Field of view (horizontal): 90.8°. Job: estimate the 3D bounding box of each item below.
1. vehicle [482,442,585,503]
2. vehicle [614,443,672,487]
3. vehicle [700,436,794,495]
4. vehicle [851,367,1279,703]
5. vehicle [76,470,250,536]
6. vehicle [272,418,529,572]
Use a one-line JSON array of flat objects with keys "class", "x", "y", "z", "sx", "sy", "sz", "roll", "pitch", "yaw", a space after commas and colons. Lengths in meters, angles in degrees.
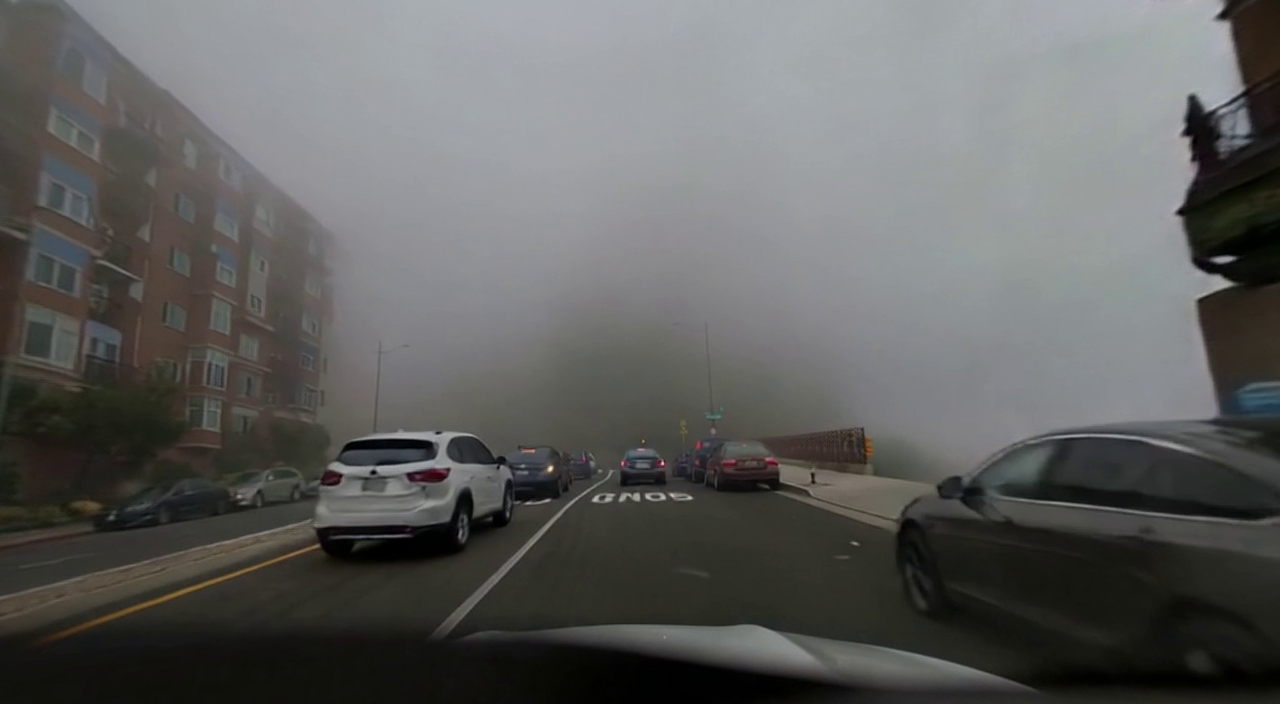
[{"class": "vehicle", "x": -2.816, "y": 3.285, "z": 17.791, "sx": 2.109, "sy": 1.477, "sz": 4.509, "roll": 0, "pitch": -8, "yaw": 0}, {"class": "vehicle", "x": 0.074, "y": 4.189, "z": 23.734, "sx": 2.026, "sy": 1.496, "sz": 3.701, "roll": 0, "pitch": -8, "yaw": -1}, {"class": "vehicle", "x": 2.941, "y": 3.210, "z": 18.328, "sx": 1.933, "sy": 1.501, "sz": 4.349, "roll": 0, "pitch": -8, "yaw": 0}, {"class": "vehicle", "x": 3.033, "y": 1.034, "z": 3.497, "sx": 2.077, "sy": 1.532, "sz": 4.694, "roll": 0, "pitch": -8, "yaw": 0}, {"class": "vehicle", "x": -13.963, "y": 4.389, "z": 18.906, "sx": 1.844, "sy": 1.499, "sz": 4.421, "roll": 0, "pitch": -8, "yaw": -1}, {"class": "vehicle", "x": -3.055, "y": 1.902, "z": 9.288, "sx": 2.065, "sy": 1.705, "sz": 4.353, "roll": 0, "pitch": -8, "yaw": 0}]
